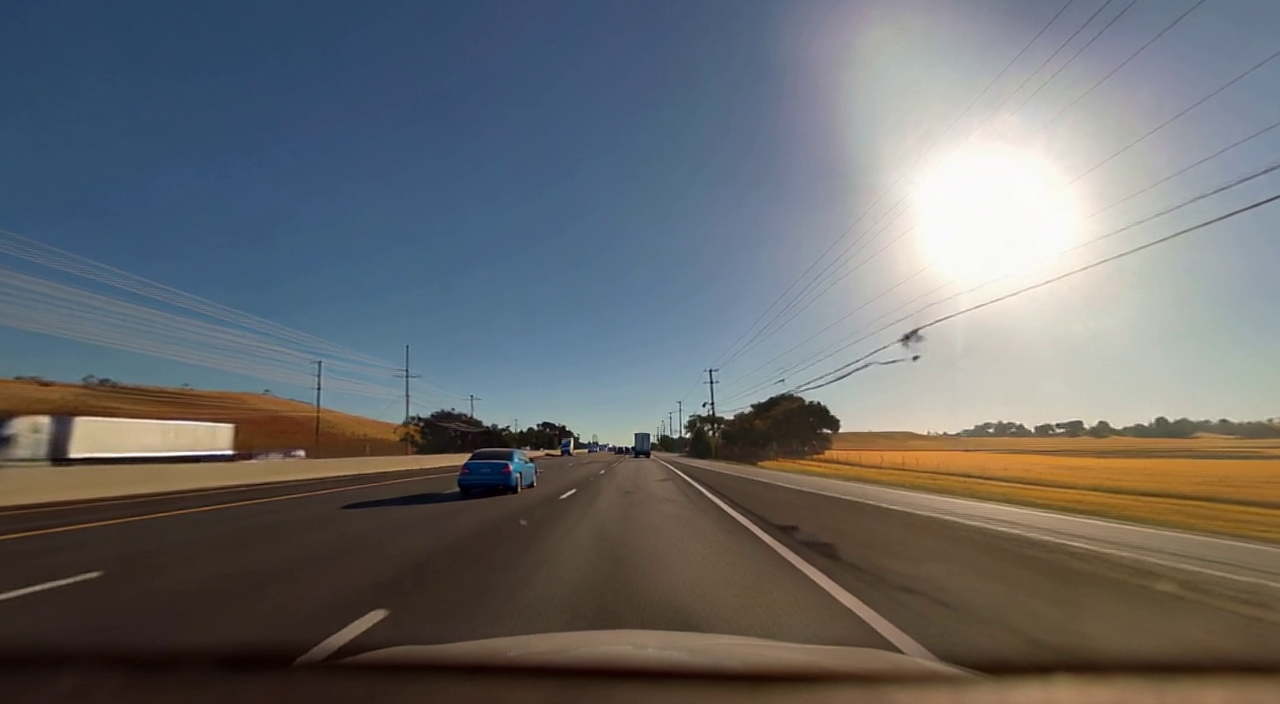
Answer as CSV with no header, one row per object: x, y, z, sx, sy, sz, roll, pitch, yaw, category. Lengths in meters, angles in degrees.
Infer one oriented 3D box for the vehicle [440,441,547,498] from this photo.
-4.289,3.522,19.252,2.104,1.501,4.459,0,-9,1,vehicle

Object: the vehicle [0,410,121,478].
-39.711,6.079,41.356,2.979,4.006,9.168,0,-9,2,vehicle
